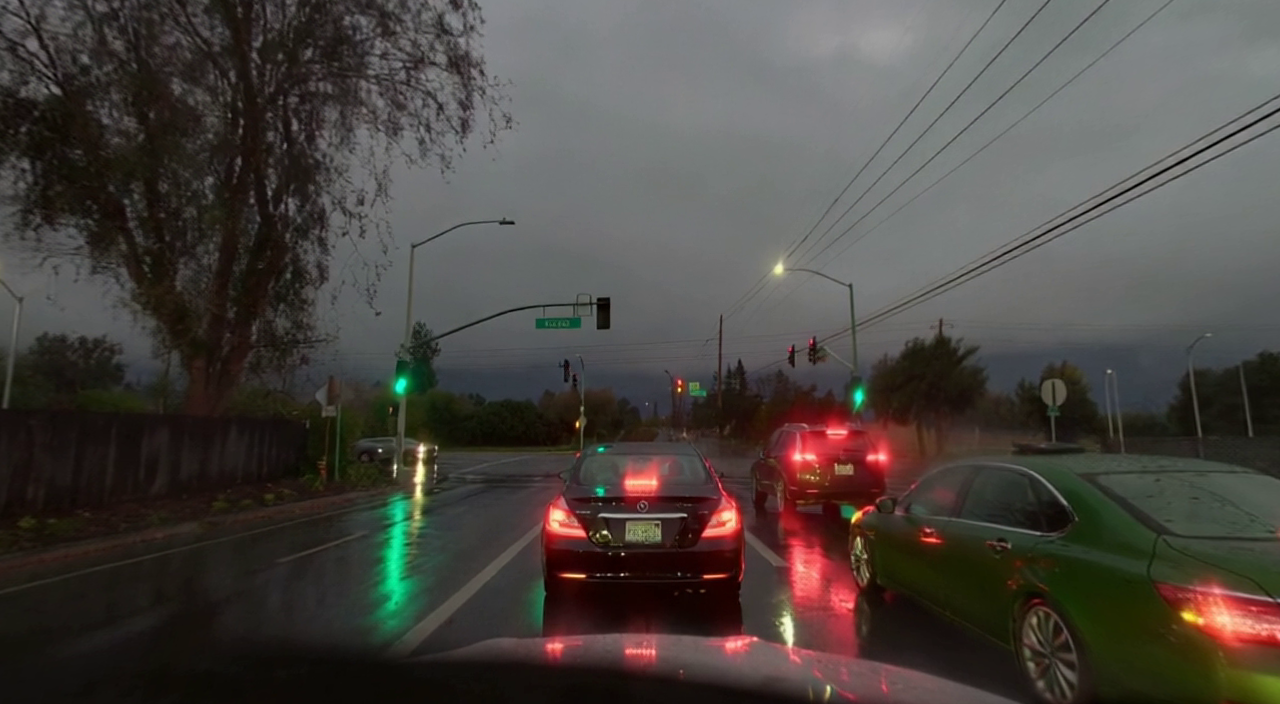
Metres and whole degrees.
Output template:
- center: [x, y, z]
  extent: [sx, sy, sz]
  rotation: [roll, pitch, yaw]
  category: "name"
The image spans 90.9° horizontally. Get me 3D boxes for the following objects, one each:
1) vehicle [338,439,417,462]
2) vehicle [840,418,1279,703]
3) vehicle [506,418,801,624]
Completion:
- center: [-17.228, 6.453, 41.460]
  extent: [4.406, 1.458, 1.892]
  rotation: [-1, -8, 7]
  category: "vehicle"
- center: [3.098, 1.255, 4.224]
  extent: [2.027, 1.432, 4.431]
  rotation: [0, -8, 0]
  category: "vehicle"
- center: [0.076, 1.570, 6.896]
  extent: [2.170, 1.497, 4.369]
  rotation: [0, -8, -1]
  category: "vehicle"
